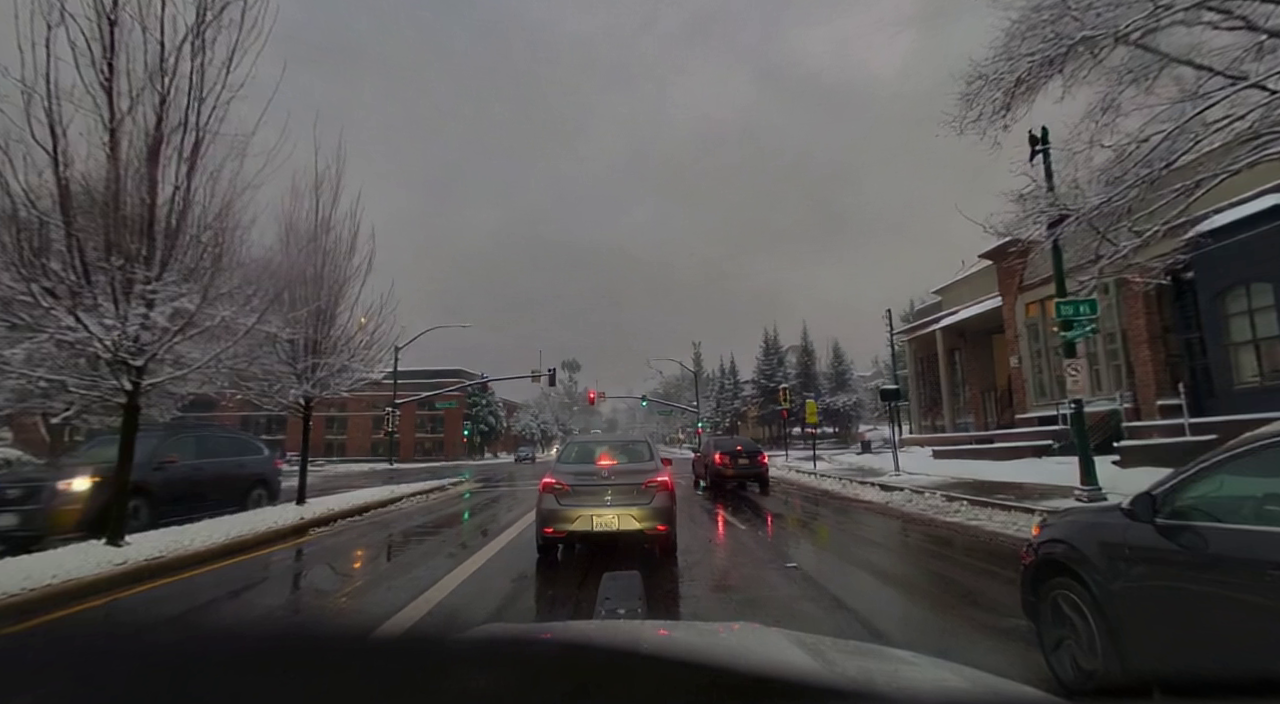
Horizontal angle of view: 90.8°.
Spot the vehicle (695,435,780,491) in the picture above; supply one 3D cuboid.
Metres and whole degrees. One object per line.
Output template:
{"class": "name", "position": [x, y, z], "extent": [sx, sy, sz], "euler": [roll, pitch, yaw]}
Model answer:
{"class": "vehicle", "position": [2.949, 3.451, 19.929], "extent": [1.874, 1.556, 4.116], "euler": [0, -9, -2]}

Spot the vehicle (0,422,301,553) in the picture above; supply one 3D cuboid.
{"class": "vehicle", "position": [-8.481, 2.236, 11.239], "extent": [2.047, 1.751, 5.263], "euler": [0, -9, -1]}

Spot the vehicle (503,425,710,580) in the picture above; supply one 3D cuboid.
{"class": "vehicle", "position": [-0.353, 1.745, 8.010], "extent": [2.006, 1.487, 3.535], "euler": [0, -9, -1]}

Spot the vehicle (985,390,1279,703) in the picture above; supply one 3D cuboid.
{"class": "vehicle", "position": [3.137, 0.810, 1.745], "extent": [1.910, 1.474, 4.263], "euler": [0, -9, -1]}
